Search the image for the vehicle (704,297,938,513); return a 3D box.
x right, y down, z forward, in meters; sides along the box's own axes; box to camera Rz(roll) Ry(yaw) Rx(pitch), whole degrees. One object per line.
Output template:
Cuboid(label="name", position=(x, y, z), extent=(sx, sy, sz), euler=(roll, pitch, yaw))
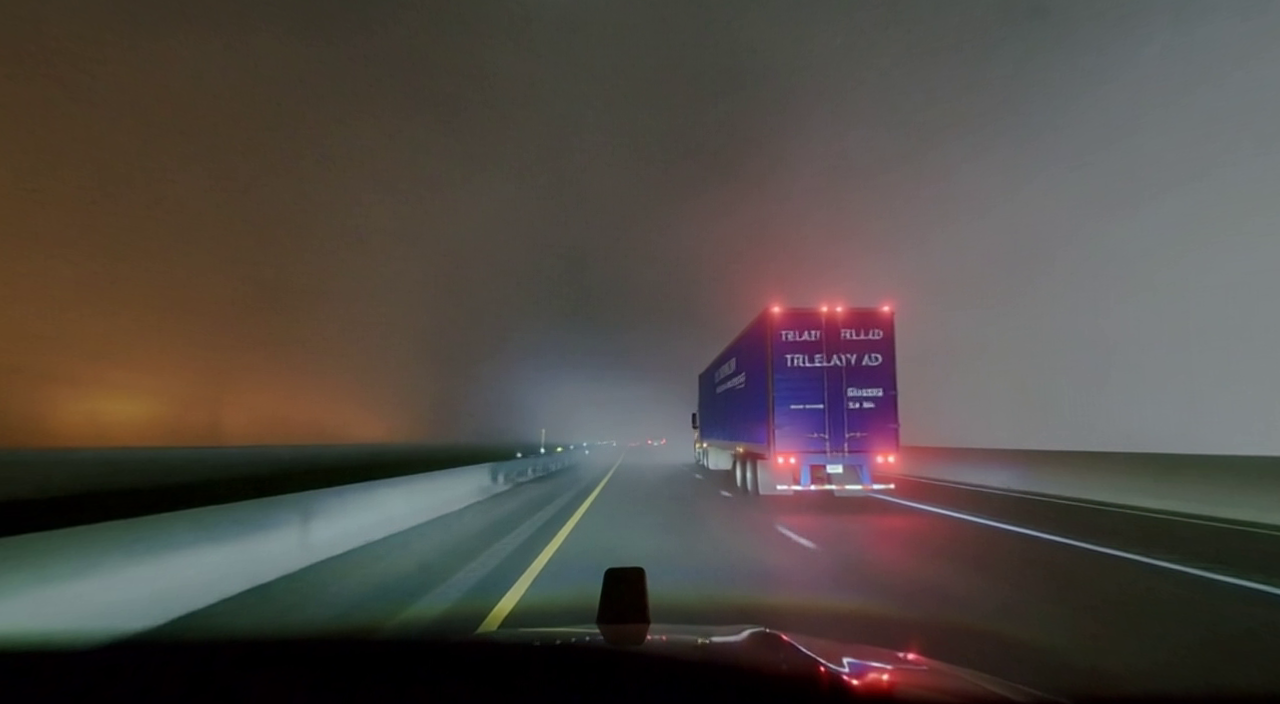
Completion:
Cuboid(label="vehicle", position=(4.090, 1.942, 18.906), extent=(3.006, 4.093, 14.142), euler=(0, -8, 1))
